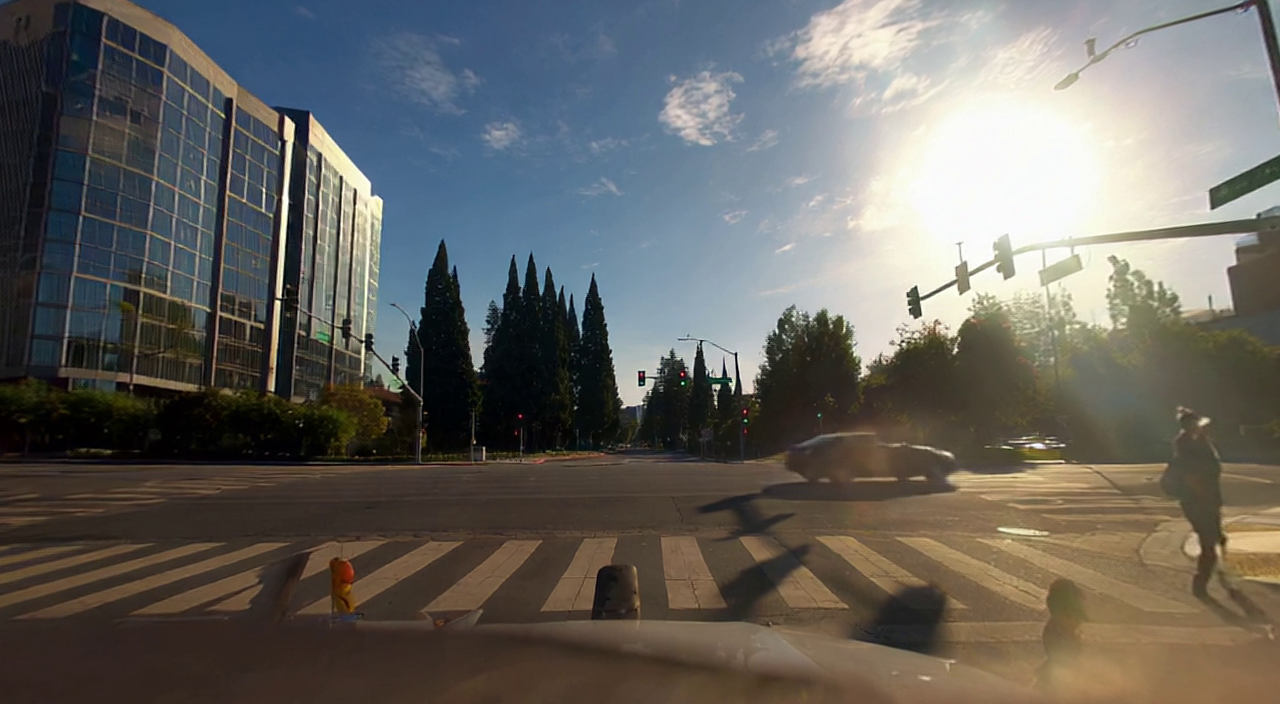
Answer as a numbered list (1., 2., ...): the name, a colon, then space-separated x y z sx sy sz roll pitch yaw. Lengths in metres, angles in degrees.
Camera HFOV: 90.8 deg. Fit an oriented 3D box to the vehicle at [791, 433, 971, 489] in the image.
1. vehicle: 6.984 3.202 18.694 4.502 1.512 1.917 0 -9 0
